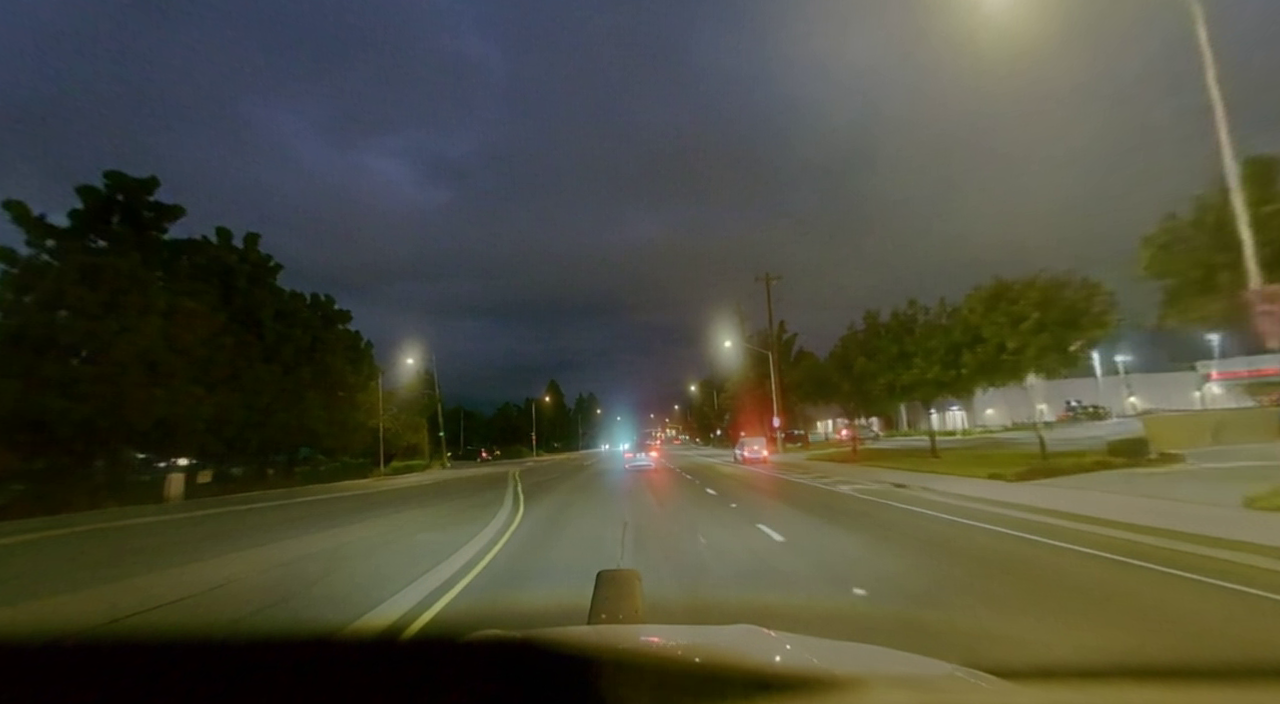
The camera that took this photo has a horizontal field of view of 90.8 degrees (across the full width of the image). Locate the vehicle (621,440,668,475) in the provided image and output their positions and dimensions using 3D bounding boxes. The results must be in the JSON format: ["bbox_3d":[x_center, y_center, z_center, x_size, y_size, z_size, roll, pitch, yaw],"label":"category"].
[{"bbox_3d":[0.223,5.255,31.649,2.181,1.639,4.127,0,-9,0],"label":"vehicle"}]
